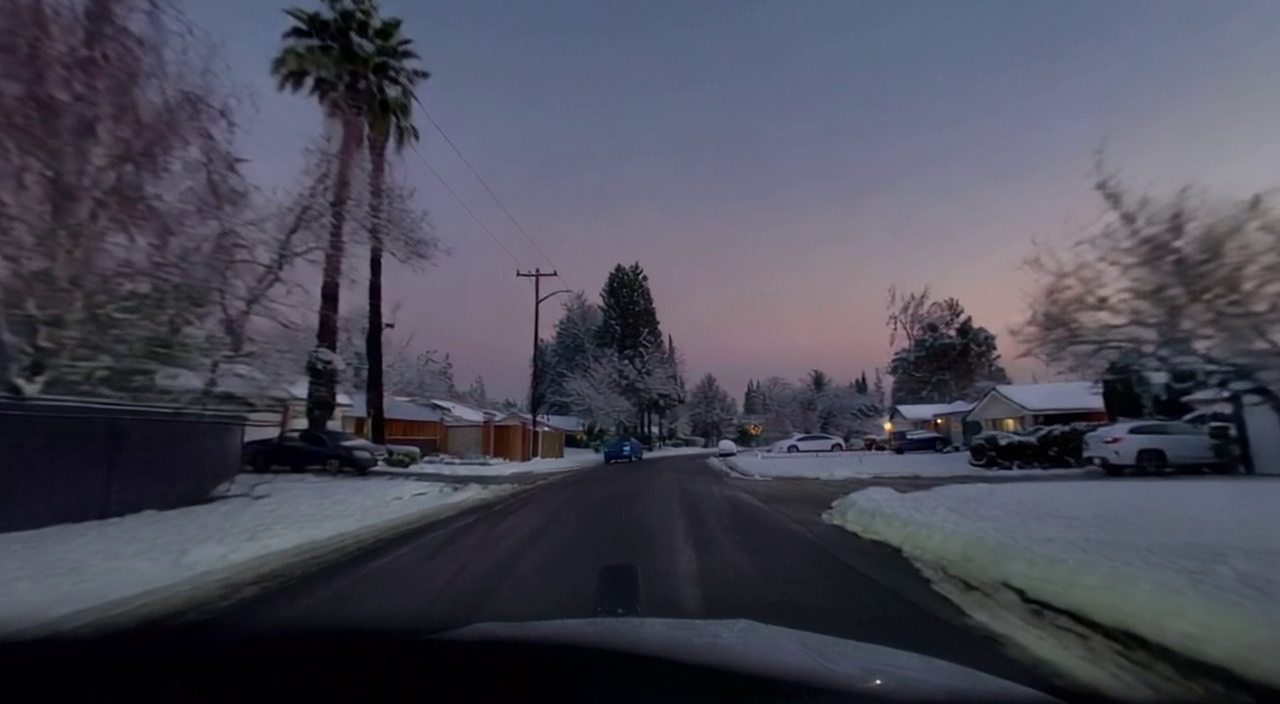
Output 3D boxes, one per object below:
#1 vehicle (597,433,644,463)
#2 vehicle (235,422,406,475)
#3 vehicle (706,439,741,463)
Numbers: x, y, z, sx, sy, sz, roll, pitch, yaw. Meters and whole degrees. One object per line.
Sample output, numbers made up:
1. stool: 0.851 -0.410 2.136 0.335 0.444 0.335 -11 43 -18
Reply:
1. vehicle: -1.321 7.125 47.036 2.274 2.008 6.986 -1 -8 9
2. vehicle: -12.450 3.791 24.926 5.497 1.983 2.191 0 -8 1
3. vehicle: 6.166 7.355 47.229 2.051 1.676 4.497 0 -8 1
